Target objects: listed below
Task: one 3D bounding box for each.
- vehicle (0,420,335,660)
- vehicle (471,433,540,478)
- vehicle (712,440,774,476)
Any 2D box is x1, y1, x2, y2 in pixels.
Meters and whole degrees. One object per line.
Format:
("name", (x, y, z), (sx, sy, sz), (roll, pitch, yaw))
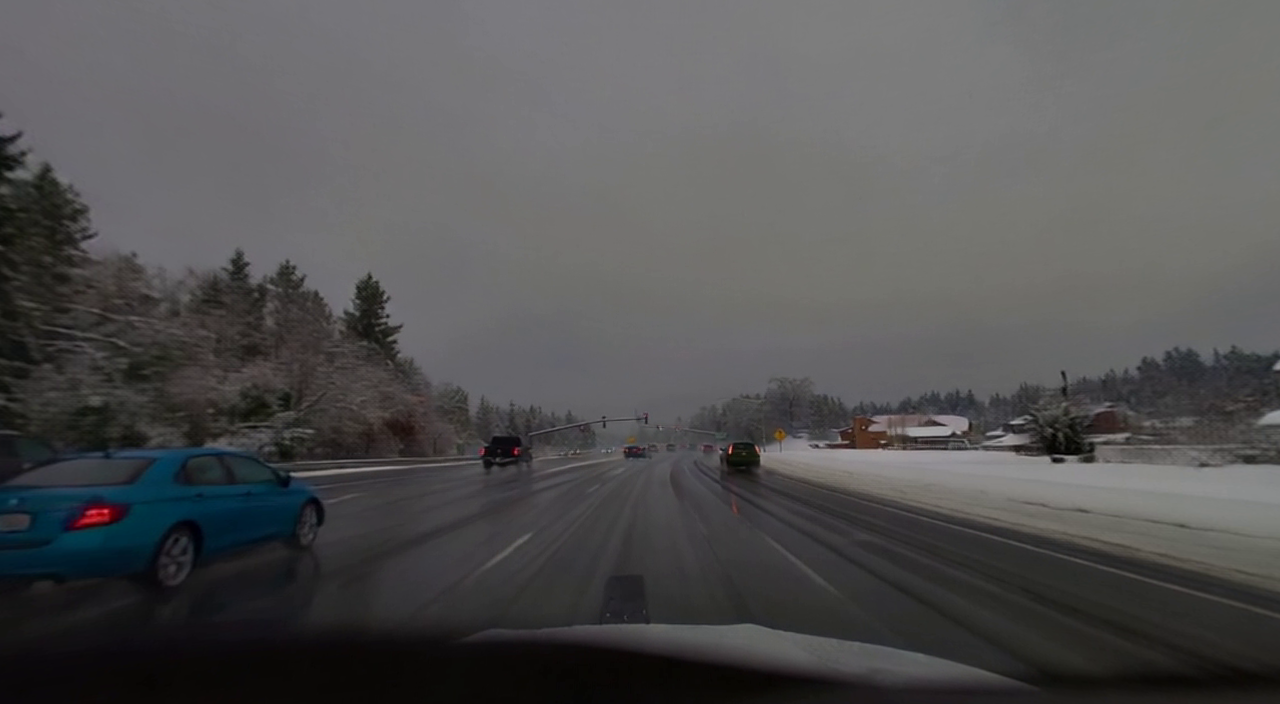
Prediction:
("vehicle", (-5.002, 1.494, 6.167), (1.948, 1.475, 4.461), (0, -8, -2))
("vehicle", (-5.877, 4.586, 28.149), (2.122, 1.847, 4.696), (0, -8, -2))
("vehicle", (4.492, 4.696, 28.242), (2.100, 1.472, 4.533), (0, -8, 1))
